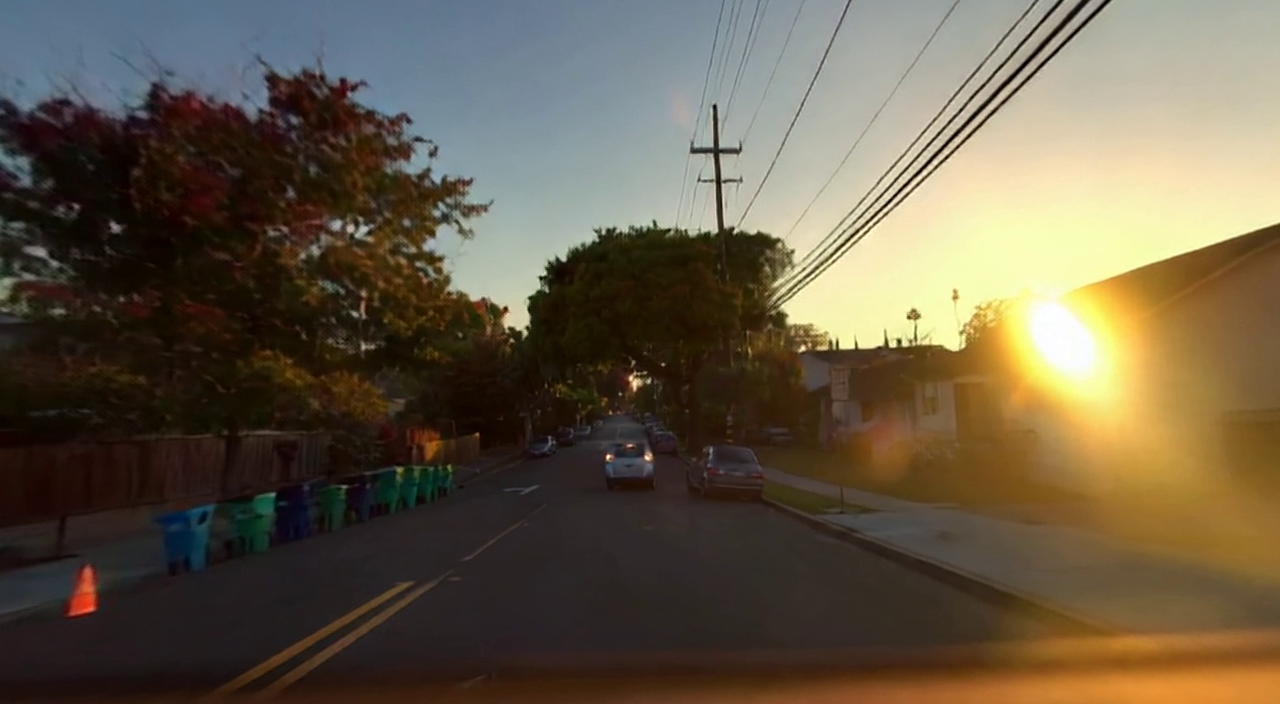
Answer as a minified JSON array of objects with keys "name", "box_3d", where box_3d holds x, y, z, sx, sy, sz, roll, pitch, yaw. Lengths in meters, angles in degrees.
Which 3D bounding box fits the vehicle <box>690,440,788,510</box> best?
[{"name":"vehicle","box_3d":[2.645,3.391,18.069,1.909,1.694,4.472,0,-8,-2]}]

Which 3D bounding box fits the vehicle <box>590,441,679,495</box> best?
[{"name":"vehicle","box_3d":[-0.033,3.638,20.386,2.235,1.500,4.496,-1,-8,8]}]

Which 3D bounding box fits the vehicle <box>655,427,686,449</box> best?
[{"name":"vehicle","box_3d":[2.202,6.384,46.734,1.981,1.512,4.144,0,-8,-2]}]
